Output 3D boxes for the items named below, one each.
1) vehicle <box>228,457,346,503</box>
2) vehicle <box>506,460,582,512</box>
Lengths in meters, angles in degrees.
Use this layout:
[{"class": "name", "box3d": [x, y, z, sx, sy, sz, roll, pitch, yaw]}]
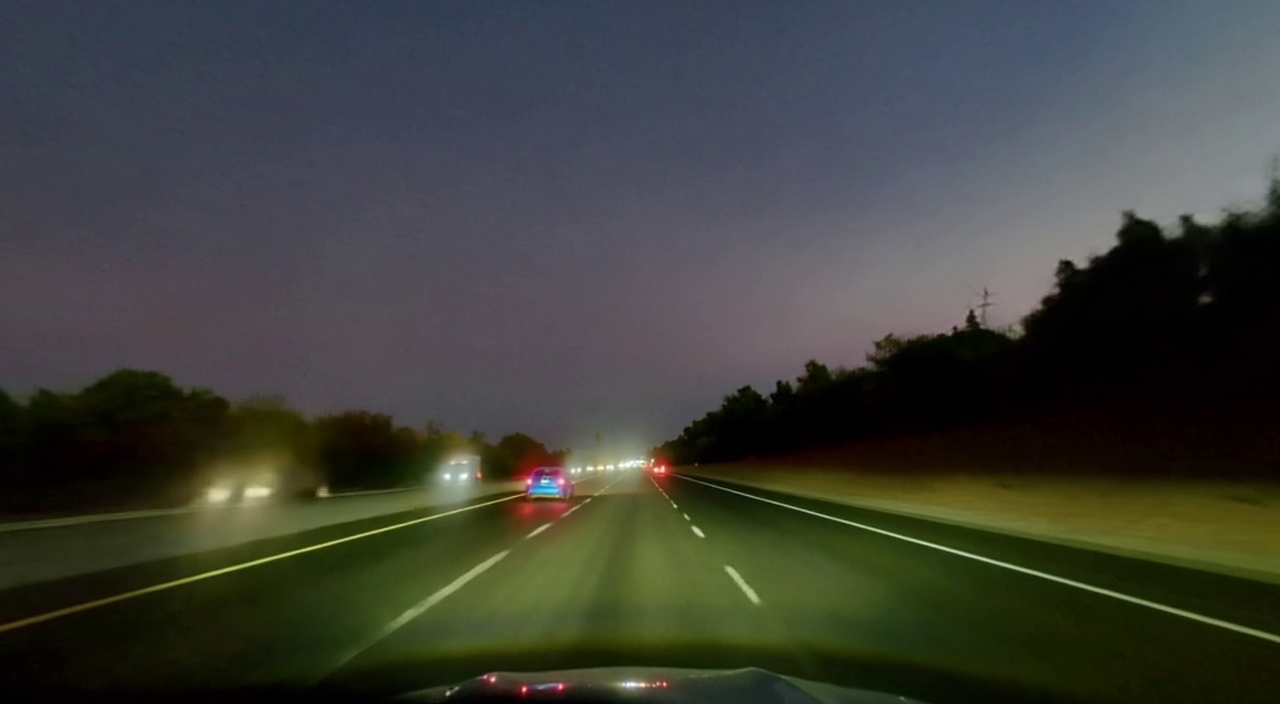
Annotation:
[{"class": "vehicle", "box3d": [-11.932, 4.354, 21.621, 1.787, 1.407, 3.831, 1, -10, 0]}, {"class": "vehicle", "box3d": [-3.064, 4.395, 20.961, 1.797, 1.532, 4.072, 1, -10, 1]}]
